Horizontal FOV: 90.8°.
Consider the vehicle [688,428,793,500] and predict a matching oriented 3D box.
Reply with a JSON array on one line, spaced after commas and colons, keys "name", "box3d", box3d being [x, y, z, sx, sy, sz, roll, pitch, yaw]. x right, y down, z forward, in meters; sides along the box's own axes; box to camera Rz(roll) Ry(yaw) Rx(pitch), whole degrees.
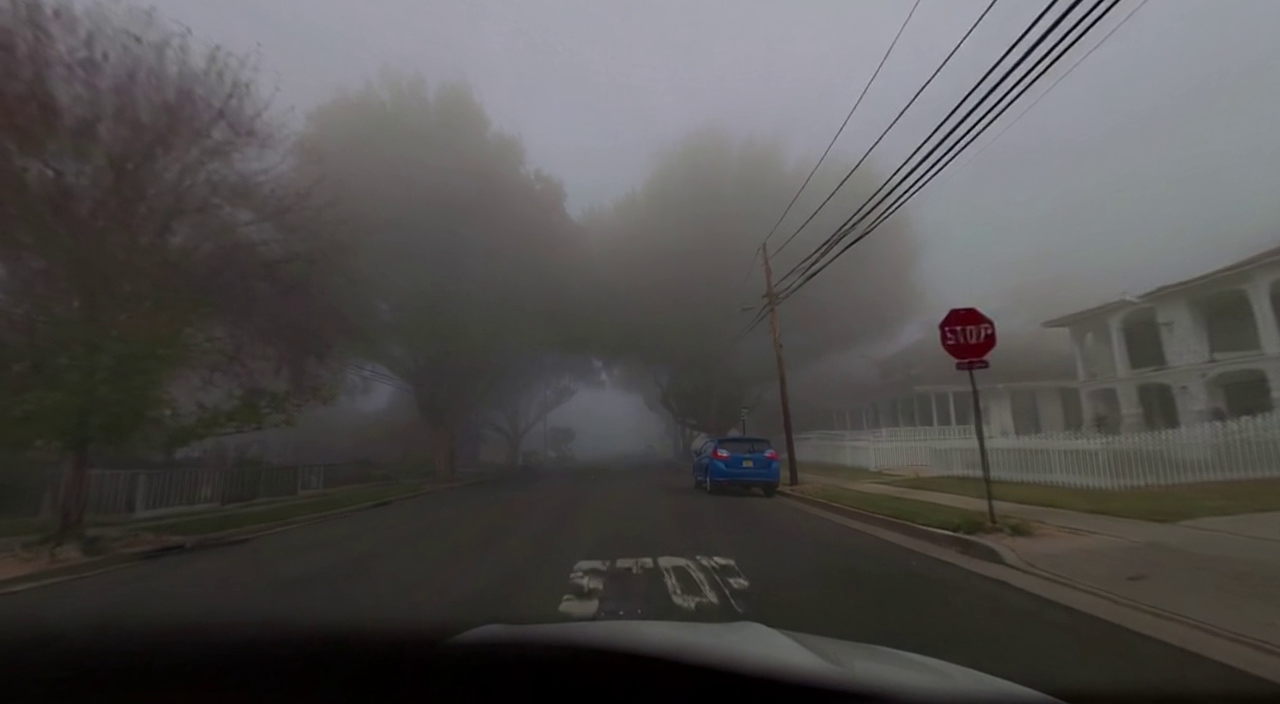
[{"name": "vehicle", "box3d": [2.694, 3.169, 18.233, 2.126, 1.795, 4.751, 0, -9, -1]}]
